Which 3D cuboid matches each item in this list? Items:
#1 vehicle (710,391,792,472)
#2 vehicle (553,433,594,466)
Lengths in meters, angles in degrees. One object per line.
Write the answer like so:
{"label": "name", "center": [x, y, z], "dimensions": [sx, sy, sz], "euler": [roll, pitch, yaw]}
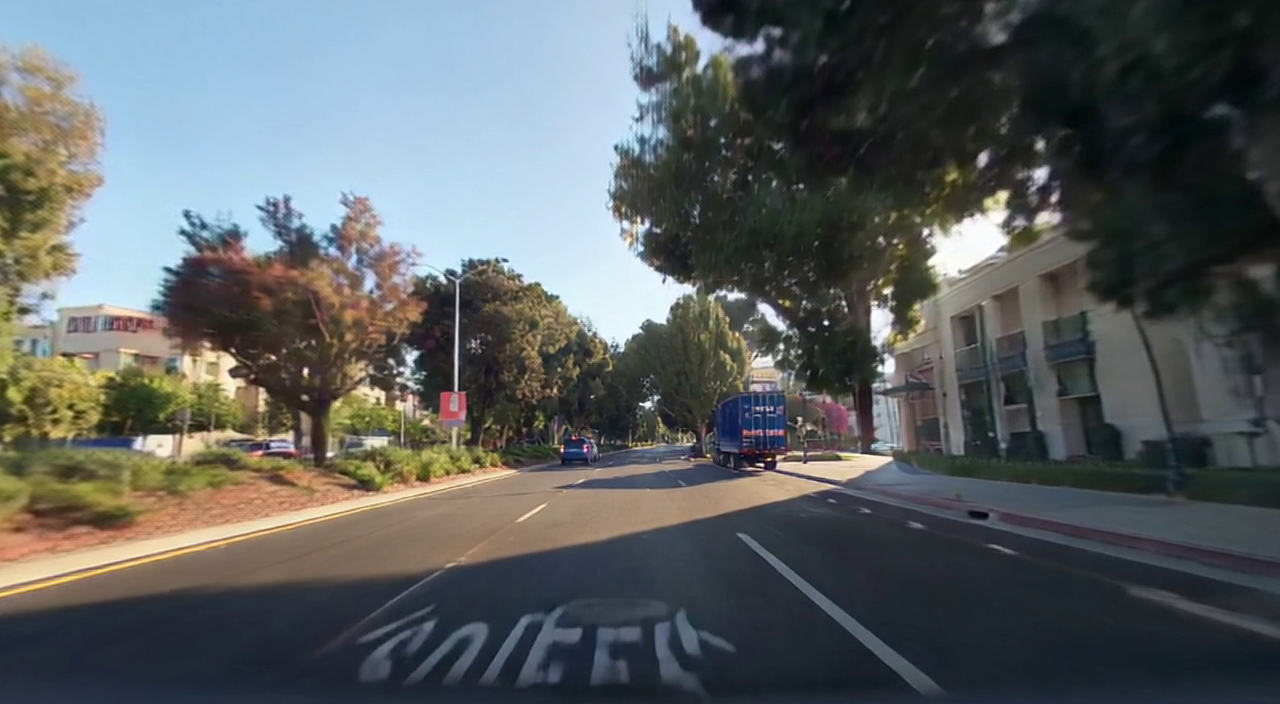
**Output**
{"label": "vehicle", "center": [6.164, 4.712, 36.800], "dimensions": [2.981, 4.106, 8.794], "euler": [0, -9, -1]}
{"label": "vehicle", "center": [-4.429, 6.627, 42.866], "dimensions": [2.270, 2.068, 5.865], "euler": [0, -8, -1]}
